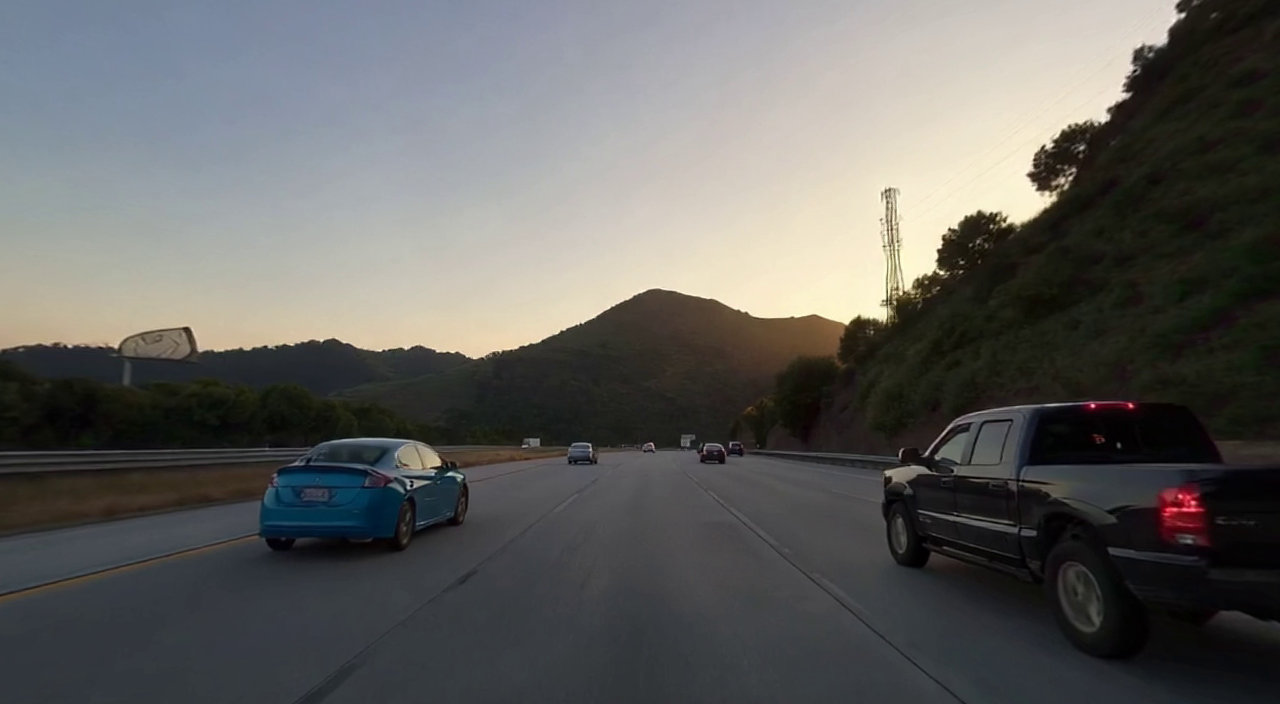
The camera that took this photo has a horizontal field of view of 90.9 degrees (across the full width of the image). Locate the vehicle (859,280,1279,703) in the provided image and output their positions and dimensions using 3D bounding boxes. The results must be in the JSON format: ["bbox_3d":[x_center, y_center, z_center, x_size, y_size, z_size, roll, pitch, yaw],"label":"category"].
[{"bbox_3d":[3.551,0.991,4.512,2.098,1.925,5.171,0,-8,0],"label":"vehicle"}]

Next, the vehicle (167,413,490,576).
[{"bbox_3d":[-3.711,1.786,8.722,2.113,1.636,4.494,0,-8,1],"label":"vehicle"}]

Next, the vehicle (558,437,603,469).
[{"bbox_3d":[-3.304,5.709,35.841,2.021,1.679,4.310,-1,-8,2],"label":"vehicle"}]

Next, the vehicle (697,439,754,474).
[{"bbox_3d":[3.934,4.880,29.646,2.046,1.471,4.333,0,-8,0],"label":"vehicle"}]
